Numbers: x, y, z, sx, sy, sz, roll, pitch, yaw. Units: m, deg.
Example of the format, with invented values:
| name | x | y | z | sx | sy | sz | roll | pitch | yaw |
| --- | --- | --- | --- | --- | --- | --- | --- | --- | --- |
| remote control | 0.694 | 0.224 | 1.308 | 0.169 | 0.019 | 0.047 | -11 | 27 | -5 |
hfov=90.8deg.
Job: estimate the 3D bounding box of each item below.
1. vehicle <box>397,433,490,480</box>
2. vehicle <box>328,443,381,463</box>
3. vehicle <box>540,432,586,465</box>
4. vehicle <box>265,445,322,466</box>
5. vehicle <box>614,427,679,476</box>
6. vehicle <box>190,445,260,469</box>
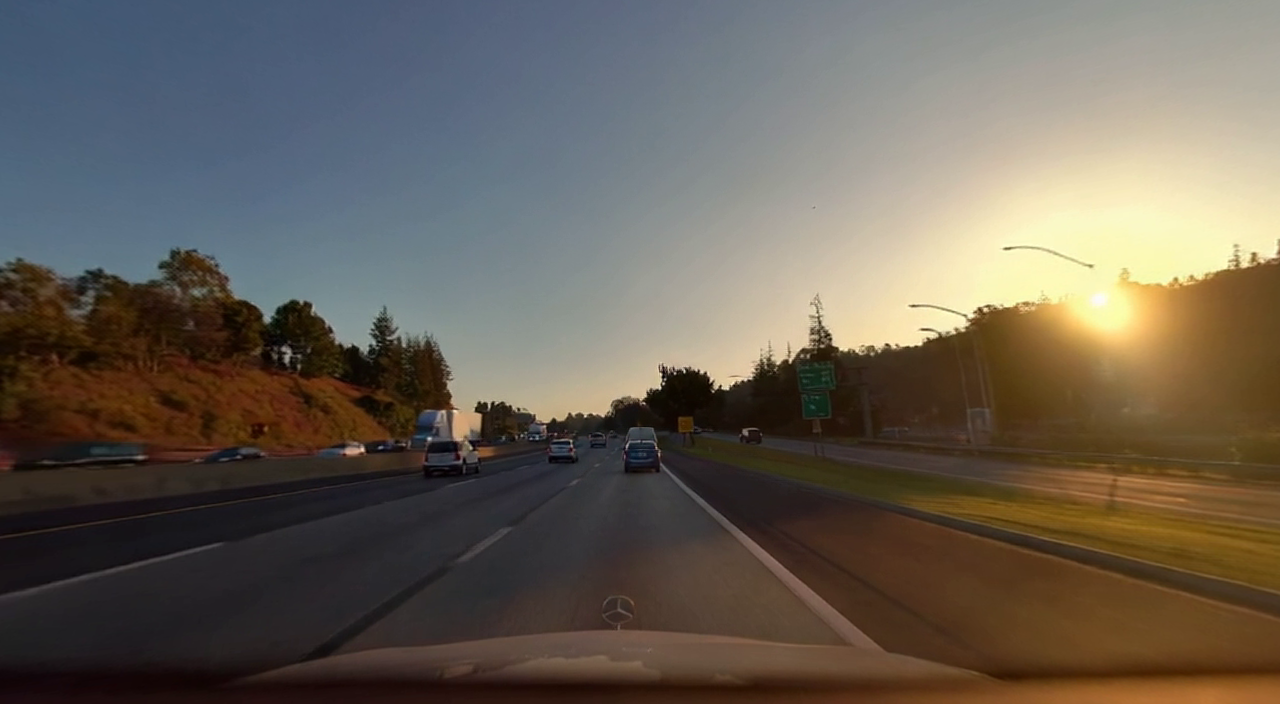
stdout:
| name | x | y | z | sx | sy | sz | roll | pitch | yaw |
| --- | --- | --- | --- | --- | --- | --- | --- | --- | --- |
| vehicle | -7.728 | 4.158 | 25.403 | 2.195 | 1.652 | 4.733 | 0 | -8 | 0 |
| vehicle | -21.347 | 7.569 | 47.468 | 1.839 | 1.455 | 4.501 | 0 | -8 | 0 |
| vehicle | -4.270 | 5.445 | 35.598 | 2.044 | 1.717 | 4.421 | 0 | -8 | 0 |
| vehicle | -25.198 | 7.555 | 46.113 | 1.873 | 1.435 | 4.122 | 0 | -8 | 0 |
| vehicle | 0.191 | 3.973 | 25.413 | 2.378 | 1.750 | 4.355 | 0 | -8 | -1 |
| vehicle | -29.020 | 7.359 | 44.382 | 1.813 | 1.570 | 4.679 | 0 | -8 | -1 |
